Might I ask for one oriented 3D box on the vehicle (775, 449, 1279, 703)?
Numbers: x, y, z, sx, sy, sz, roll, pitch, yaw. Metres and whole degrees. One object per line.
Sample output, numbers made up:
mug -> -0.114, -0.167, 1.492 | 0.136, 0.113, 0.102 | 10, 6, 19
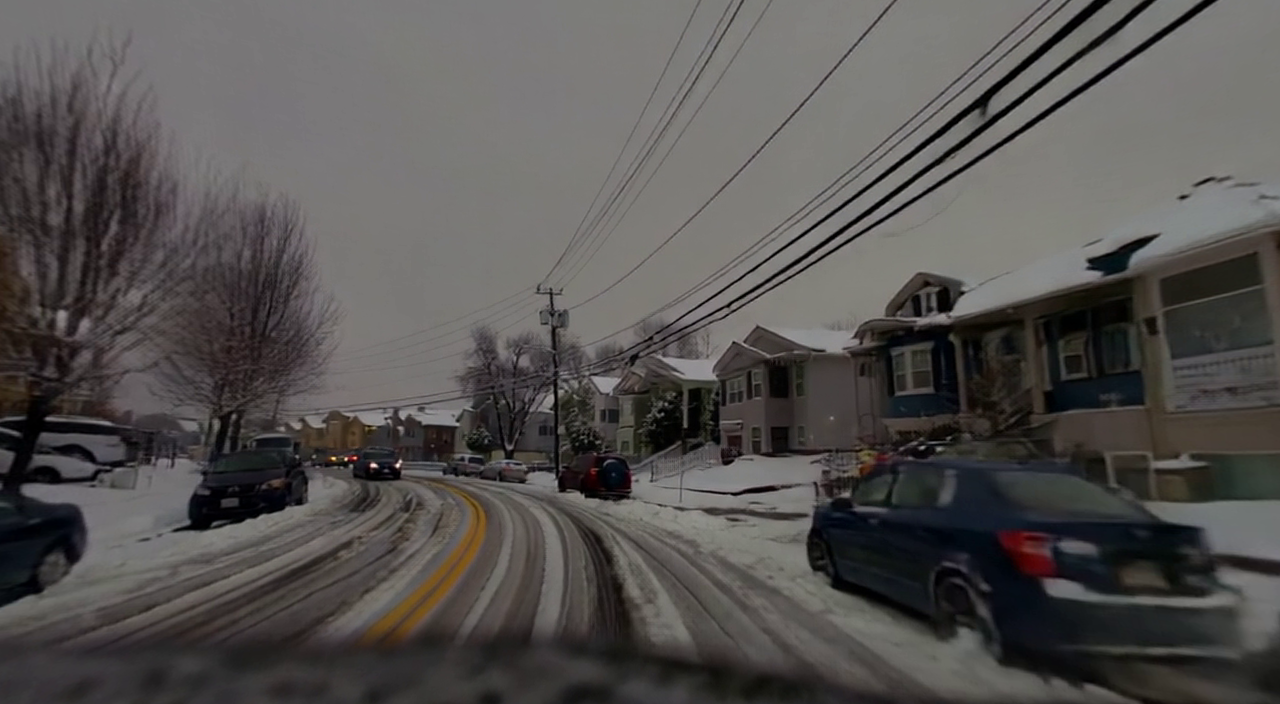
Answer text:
vehicle -> 2.926, 1.611, 5.558 | 2.078, 1.484, 4.589 | 1, -9, -5

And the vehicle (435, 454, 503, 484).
vehicle -> -9.916, 6.685, 36.465 | 1.923, 1.531, 4.568 | 7, -11, -40

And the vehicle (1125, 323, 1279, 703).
vehicle -> 3.141, 0.535, 0.313 | 1.974, 1.769, 4.610 | 0, -9, -2

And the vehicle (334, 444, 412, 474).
vehicle -> -19.493, 7.767, 46.016 | 5.504, 1.869, 2.449 | -6, -17, 35

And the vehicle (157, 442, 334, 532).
vehicle -> -8.650, 2.912, 14.417 | 2.023, 1.674, 4.556 | 2, -9, -14

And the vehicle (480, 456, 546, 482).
vehicle -> -8.819, 8.131, 44.124 | 2.023, 1.586, 4.163 | -8, -11, 40

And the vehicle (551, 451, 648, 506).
vehicle -> -1.578, 4.406, 22.464 | 1.994, 1.682, 4.750 | 4, -10, -22

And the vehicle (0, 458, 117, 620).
vehicle -> -6.909, 1.782, 5.439 | 2.003, 1.447, 3.642 | -5, -8, -6

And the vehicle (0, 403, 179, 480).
vehicle -> -16.453, 2.448, 17.221 | 5.822, 1.956, 2.355 | 4, -10, -27
